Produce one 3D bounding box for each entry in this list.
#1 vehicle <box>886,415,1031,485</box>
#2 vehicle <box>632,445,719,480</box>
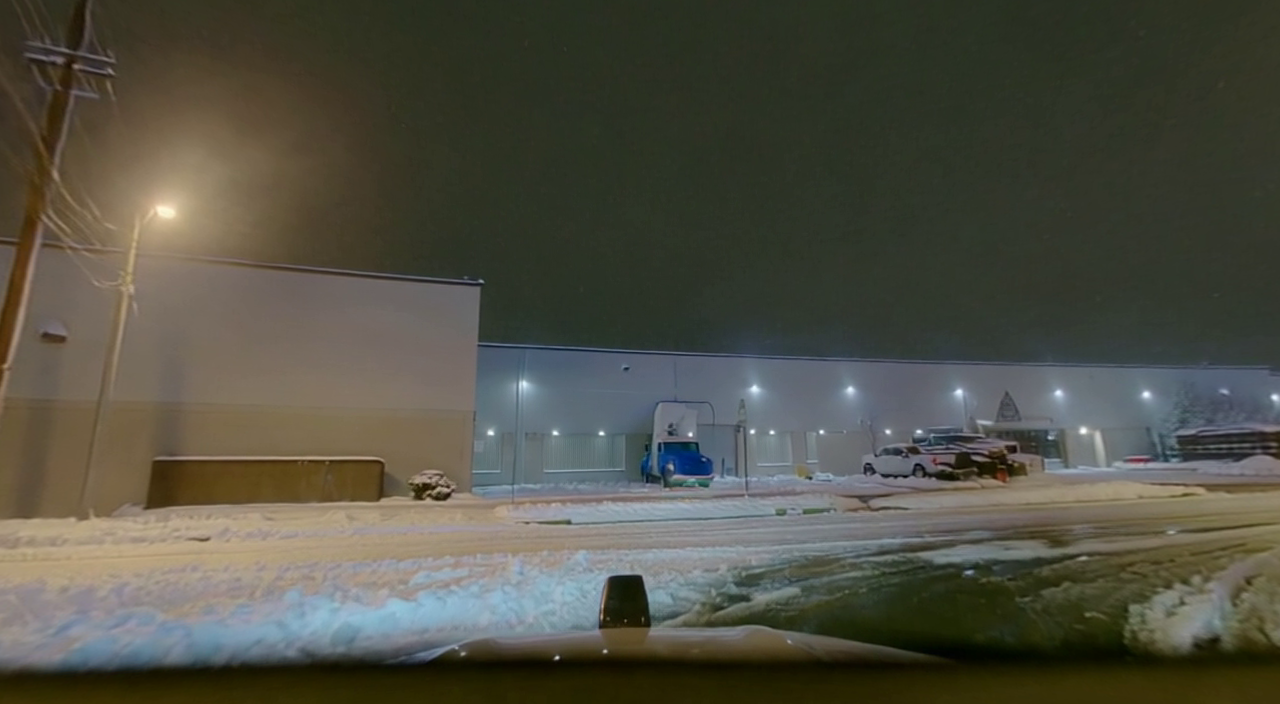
[{"bbox_3d":[15.547,4.993,31.365,2.298,3.004,6.271,2,-12,-19],"label":"vehicle"},{"bbox_3d":[2.229,7.006,40.142,5.207,2.103,1.997,1,-9,-8],"label":"vehicle"}]
